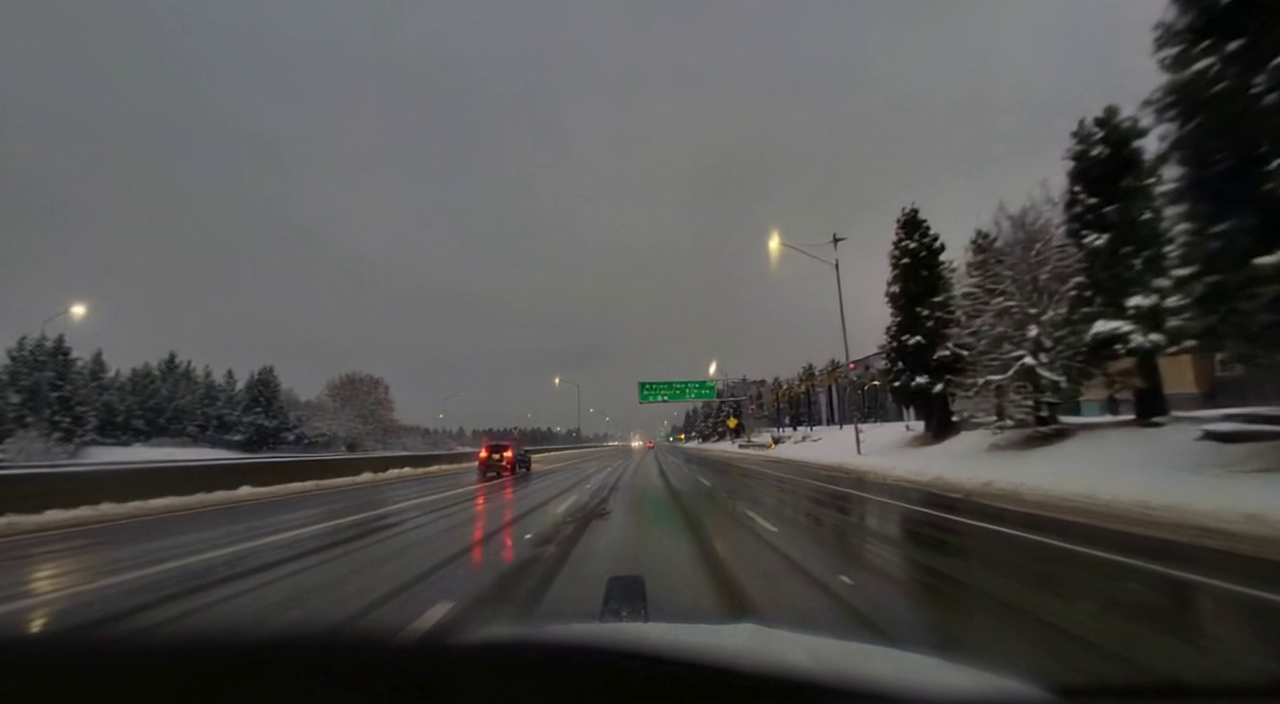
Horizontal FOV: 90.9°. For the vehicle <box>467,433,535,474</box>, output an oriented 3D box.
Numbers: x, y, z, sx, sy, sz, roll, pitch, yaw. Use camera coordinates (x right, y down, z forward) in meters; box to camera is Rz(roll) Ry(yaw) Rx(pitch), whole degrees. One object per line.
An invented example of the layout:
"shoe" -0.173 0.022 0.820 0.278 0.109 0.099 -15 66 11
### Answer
"vehicle" -6.670 4.939 30.816 2.145 1.793 4.762 0 -8 1
